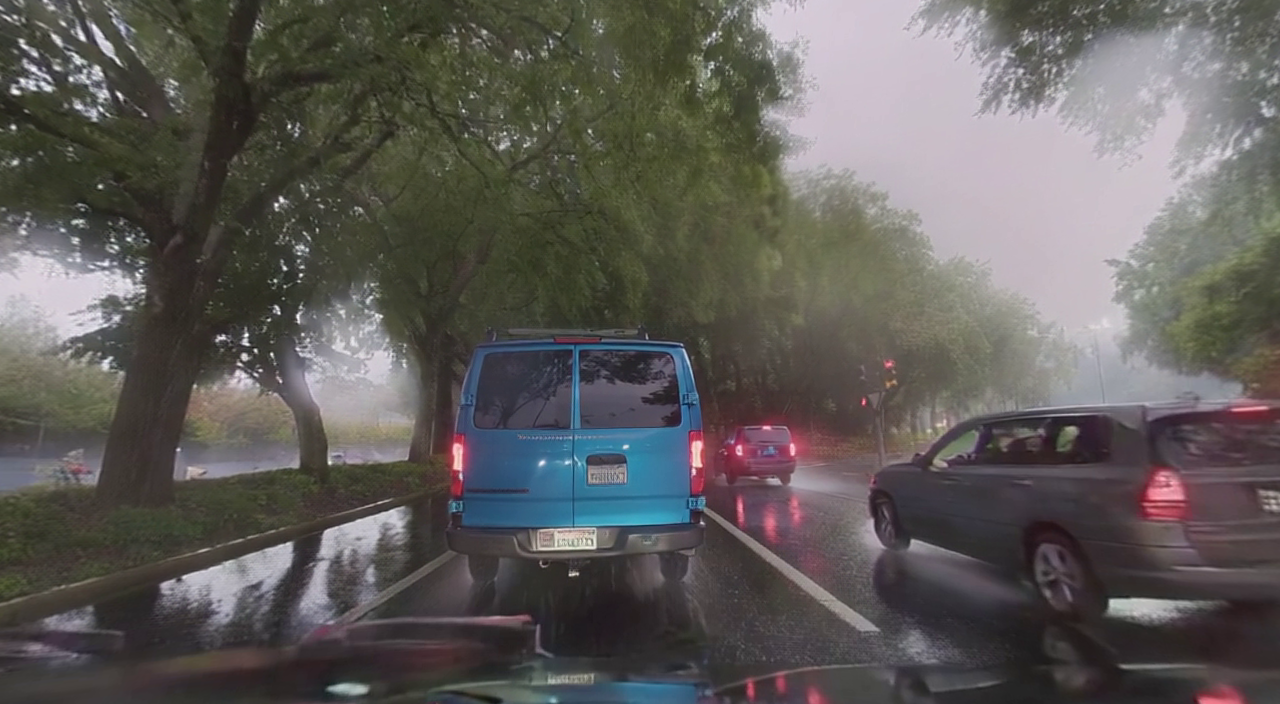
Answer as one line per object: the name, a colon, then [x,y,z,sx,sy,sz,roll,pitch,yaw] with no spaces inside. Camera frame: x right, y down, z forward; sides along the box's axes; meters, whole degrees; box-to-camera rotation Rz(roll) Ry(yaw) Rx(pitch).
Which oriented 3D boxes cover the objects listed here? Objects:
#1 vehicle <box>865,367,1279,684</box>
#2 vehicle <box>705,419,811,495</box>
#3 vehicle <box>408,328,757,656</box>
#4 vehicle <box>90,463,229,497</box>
vehicle: [4.051,1.277,5.831,2.024,1.692,4.696,0,-9,-2]
vehicle: [3.170,2.935,17.852,1.988,1.873,3.968,1,-9,-3]
vehicle: [-0.361,1.172,6.161,2.145,2.046,4.309,0,-9,0]
vehicle: [-22.419,5.979,29.658,4.726,1.456,1.873,2,-9,-11]
